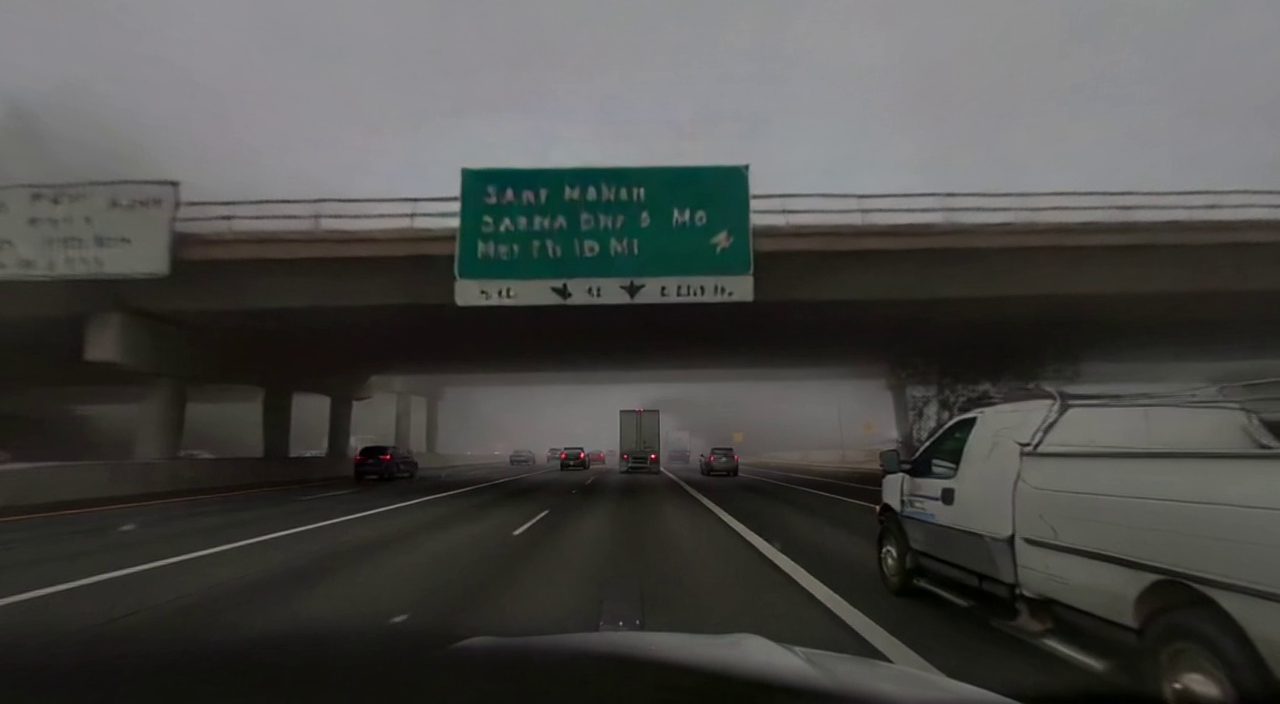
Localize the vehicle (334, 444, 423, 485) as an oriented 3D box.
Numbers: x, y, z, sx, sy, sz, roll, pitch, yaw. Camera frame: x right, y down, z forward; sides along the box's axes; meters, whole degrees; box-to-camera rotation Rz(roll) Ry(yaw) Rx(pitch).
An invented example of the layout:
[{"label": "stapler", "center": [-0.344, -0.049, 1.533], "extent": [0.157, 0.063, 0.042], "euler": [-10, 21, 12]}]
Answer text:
[{"label": "vehicle", "center": [-11.238, 4.836, 27.403], "extent": [1.966, 1.627, 4.258], "euler": [0, -9, 1]}]

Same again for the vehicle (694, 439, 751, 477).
[{"label": "vehicle", "center": [3.874, 5.084, 30.365], "extent": [2.107, 1.707, 4.445], "euler": [0, -9, -1]}]

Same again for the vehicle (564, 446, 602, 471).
[{"label": "vehicle", "center": [-3.698, 7.016, 41.643], "extent": [2.083, 1.576, 4.307], "euler": [0, -9, 0]}]
